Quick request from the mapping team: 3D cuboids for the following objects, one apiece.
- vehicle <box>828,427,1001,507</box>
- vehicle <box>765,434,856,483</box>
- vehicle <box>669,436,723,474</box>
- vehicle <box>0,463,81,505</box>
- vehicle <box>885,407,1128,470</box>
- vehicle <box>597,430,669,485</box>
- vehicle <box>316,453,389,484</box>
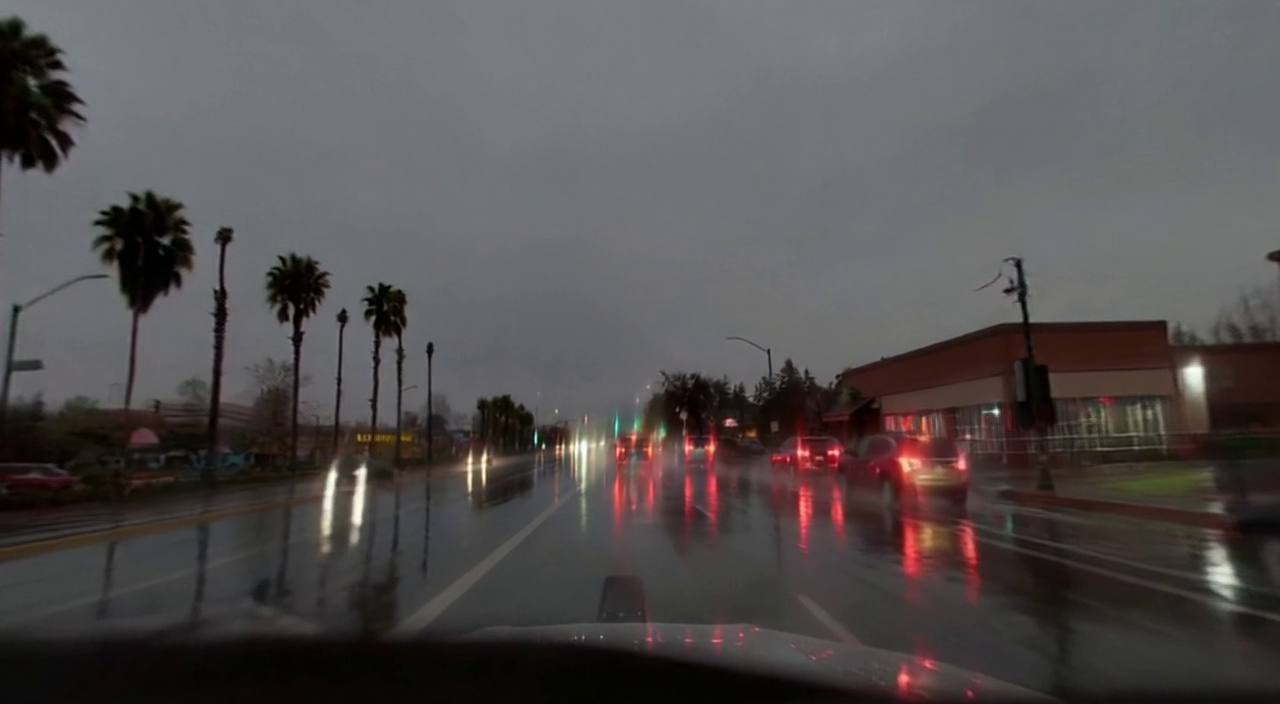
[{"bbox_3d":[6.486,2.802,15.651,2.100,1.675,4.536,0,-9,-2],"label":"vehicle"},{"bbox_3d":[6.366,4.071,24.287,2.001,1.692,4.800,0,-9,-2],"label":"vehicle"},{"bbox_3d":[2.773,5.272,32.389,2.187,1.777,4.444,0,-9,-2],"label":"vehicle"},{"bbox_3d":[-27.950,5.875,28.076,4.139,1.702,2.040,-1,-9,-3],"label":"vehicle"},{"bbox_3d":[17.353,4.247,30.579,9.658,2.834,2.994,-1,-9,3],"label":"vehicle"},{"bbox_3d":[-0.279,3.966,23.872,2.428,1.816,4.959,0,-9,-1],"label":"vehicle"},{"bbox_3d":[-15.018,6.094,33.266,1.875,1.513,4.260,0,-9,-1],"label":"vehicle"}]
